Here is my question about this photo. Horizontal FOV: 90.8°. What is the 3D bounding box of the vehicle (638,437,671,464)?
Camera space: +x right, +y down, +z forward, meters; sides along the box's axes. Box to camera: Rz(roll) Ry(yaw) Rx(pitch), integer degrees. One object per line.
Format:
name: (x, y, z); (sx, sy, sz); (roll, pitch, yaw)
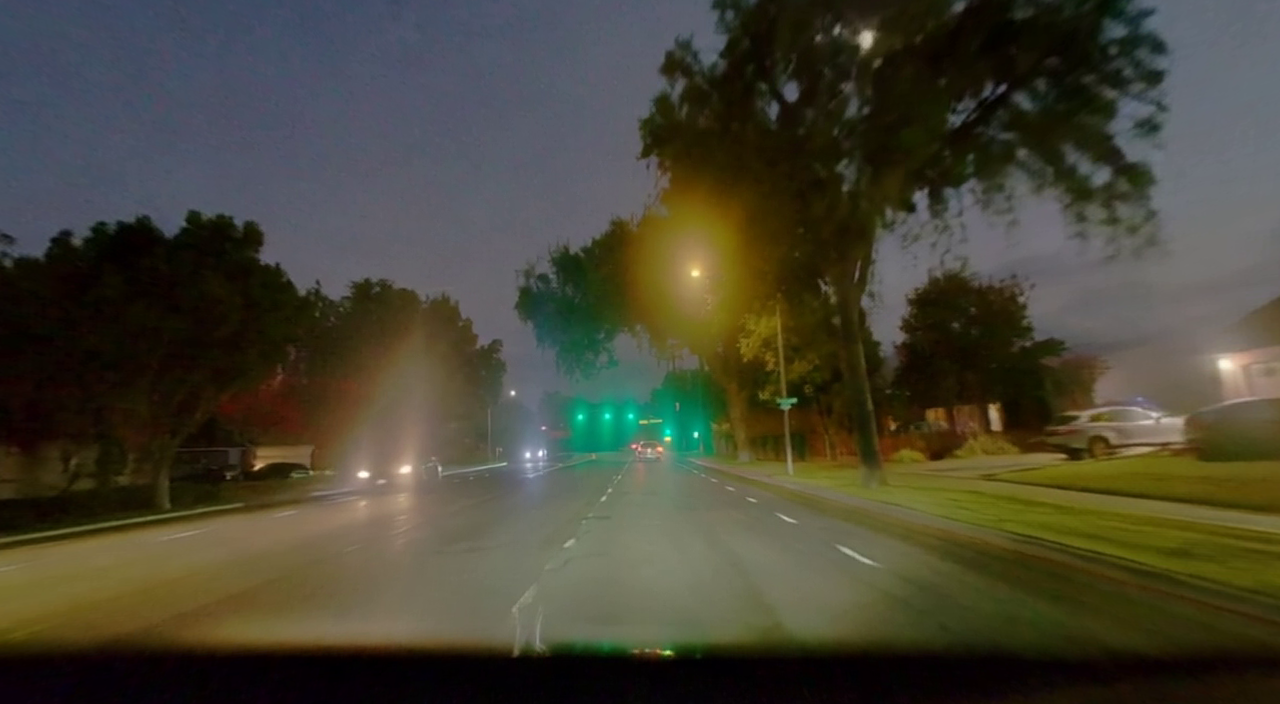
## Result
vehicle: (1.004, 7.040, 45.126); (2.215, 1.799, 4.426); (0, -8, 0)

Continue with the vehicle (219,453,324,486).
vehicle: (-20.863, 6.673, 35.947); (4.797, 1.518, 1.957); (-3, -8, 0)

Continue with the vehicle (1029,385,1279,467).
vehicle: (16.743, 2.413, 20.516); (6.339, 2.103, 2.660); (-4, -8, 0)

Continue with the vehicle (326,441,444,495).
vehicle: (-10.306, 4.706, 26.222); (2.337, 1.963, 5.862); (-1, -8, 2)

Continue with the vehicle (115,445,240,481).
vehicle: (-26.521, 6.371, 36.400); (5.412, 1.959, 2.230); (0, -8, 0)
